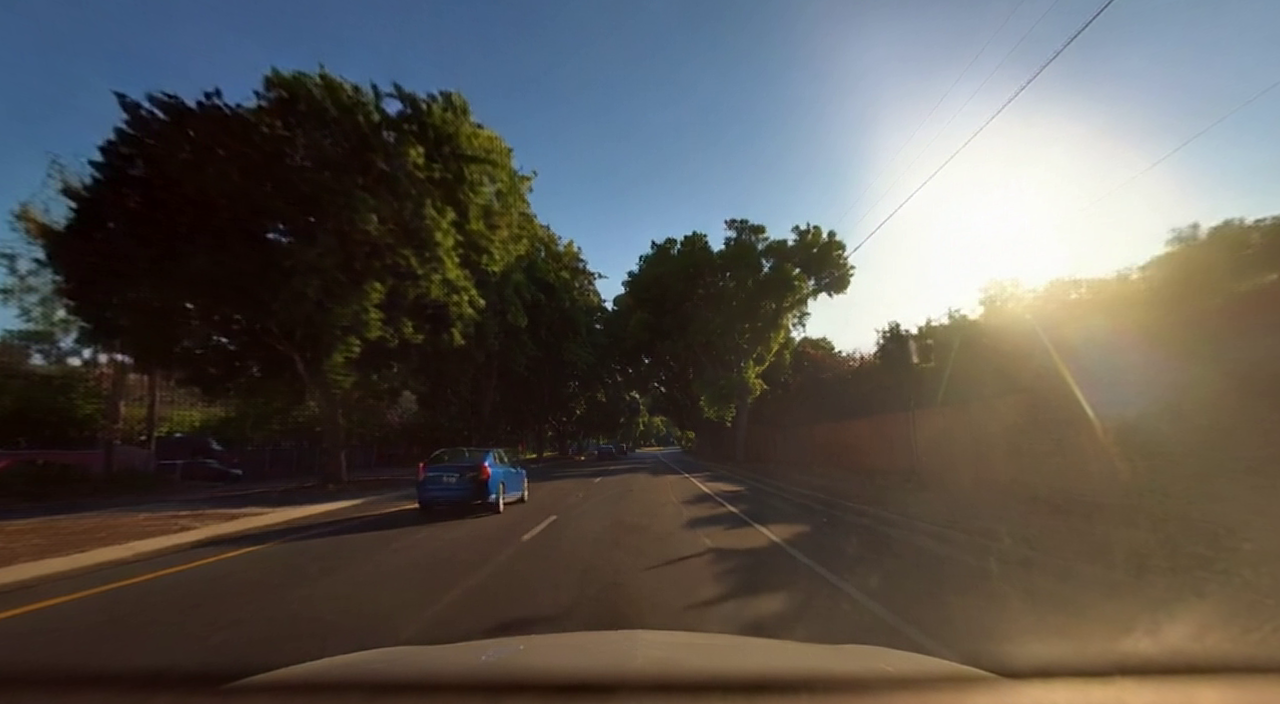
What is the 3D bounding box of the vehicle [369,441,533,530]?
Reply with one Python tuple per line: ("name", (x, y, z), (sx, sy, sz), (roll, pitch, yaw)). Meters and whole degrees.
("vehicle", (-3.444, 2.507, 12.497), (1.870, 1.431, 4.317), (0, -8, 1))
